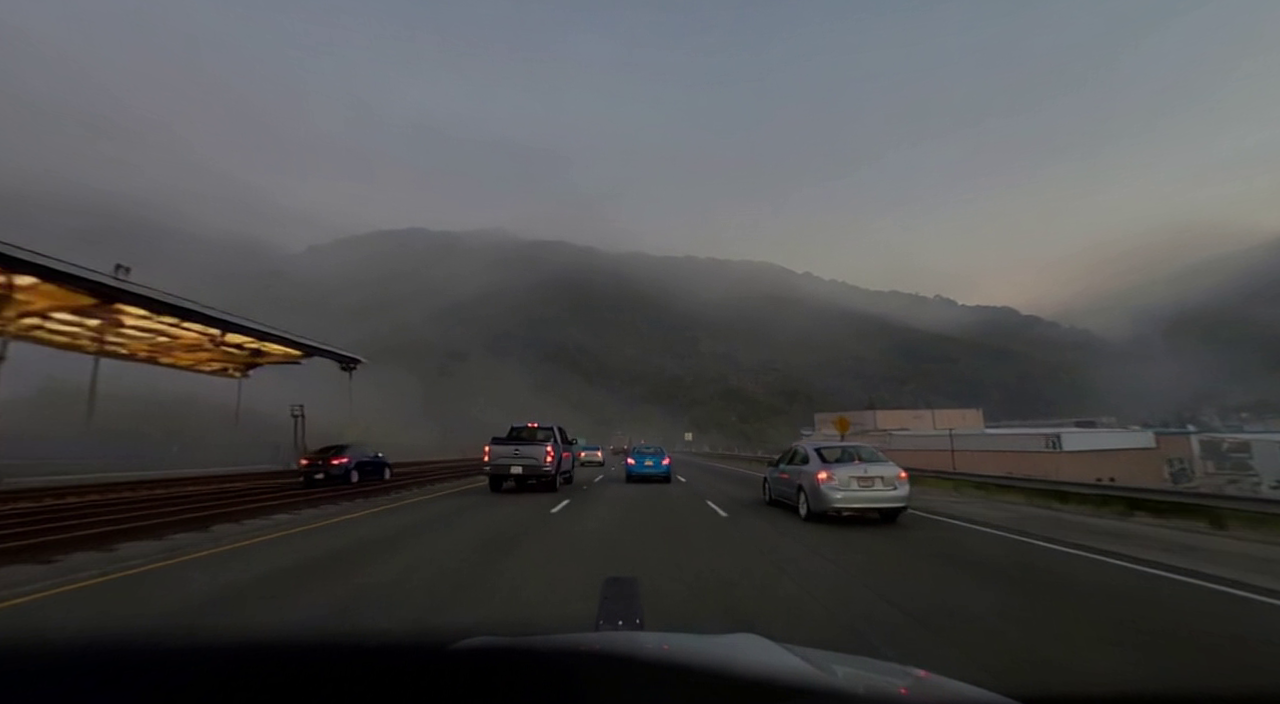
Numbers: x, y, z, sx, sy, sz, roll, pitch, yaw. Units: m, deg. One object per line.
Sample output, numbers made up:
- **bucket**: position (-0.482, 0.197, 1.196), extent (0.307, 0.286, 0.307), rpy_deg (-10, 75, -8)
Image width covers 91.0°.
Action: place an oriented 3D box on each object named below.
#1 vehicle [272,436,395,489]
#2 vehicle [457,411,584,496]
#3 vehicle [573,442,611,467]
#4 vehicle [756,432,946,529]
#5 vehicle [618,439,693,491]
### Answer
- **vehicle**: position (-10.897, 3.945, 22.857), extent (2.137, 1.728, 4.665), rpy_deg (0, -8, -1)
- **vehicle**: position (-3.436, 3.182, 20.043), extent (2.733, 2.230, 6.820), rpy_deg (0, -8, 0)
- **vehicle**: position (-3.220, 6.980, 43.057), extent (2.151, 1.613, 4.786), rpy_deg (0, -8, 1)
- **vehicle**: position (3.775, 2.391, 12.384), extent (2.023, 1.510, 4.773), rpy_deg (0, -9, -1)
- **vehicle**: position (0.417, 3.574, 20.302), extent (2.171, 1.493, 4.081), rpy_deg (0, -8, -1)
